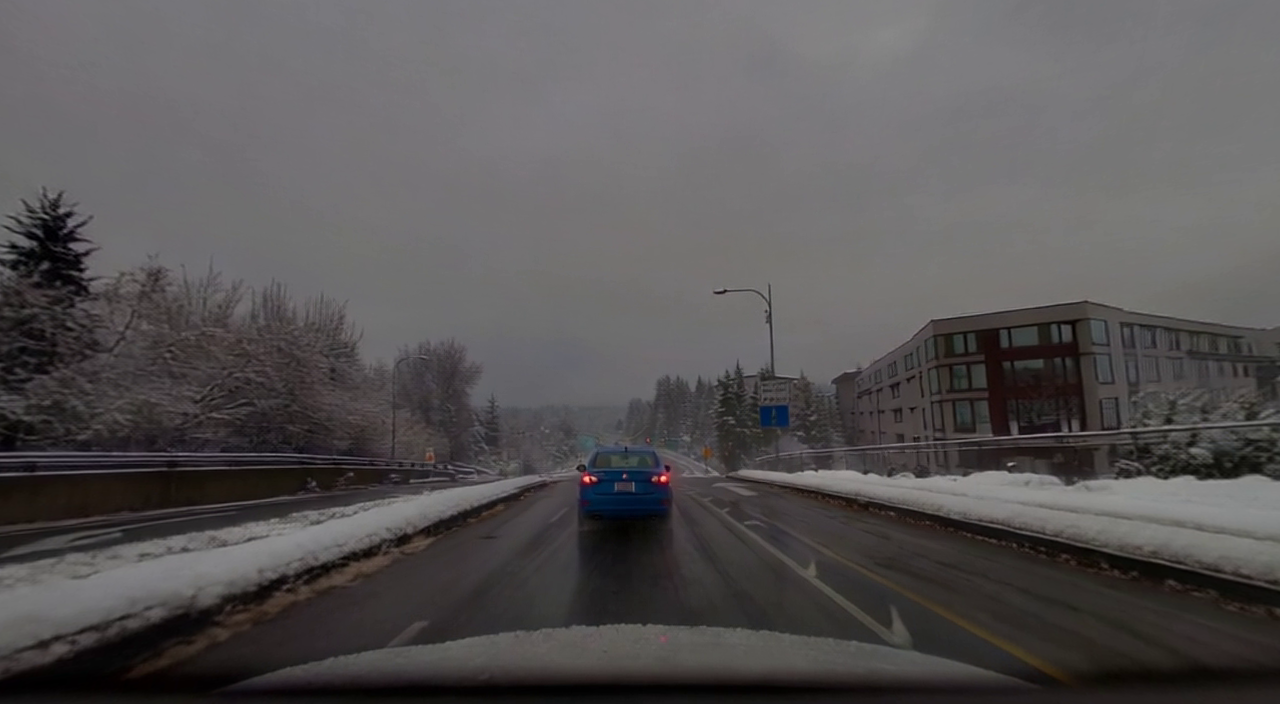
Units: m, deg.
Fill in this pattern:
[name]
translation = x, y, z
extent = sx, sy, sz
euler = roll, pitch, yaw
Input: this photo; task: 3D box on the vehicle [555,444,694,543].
[vehicle]
translation = -0.238, 2.415, 11.414
extent = 2.063, 1.442, 3.933
euler = 0, -9, 0
